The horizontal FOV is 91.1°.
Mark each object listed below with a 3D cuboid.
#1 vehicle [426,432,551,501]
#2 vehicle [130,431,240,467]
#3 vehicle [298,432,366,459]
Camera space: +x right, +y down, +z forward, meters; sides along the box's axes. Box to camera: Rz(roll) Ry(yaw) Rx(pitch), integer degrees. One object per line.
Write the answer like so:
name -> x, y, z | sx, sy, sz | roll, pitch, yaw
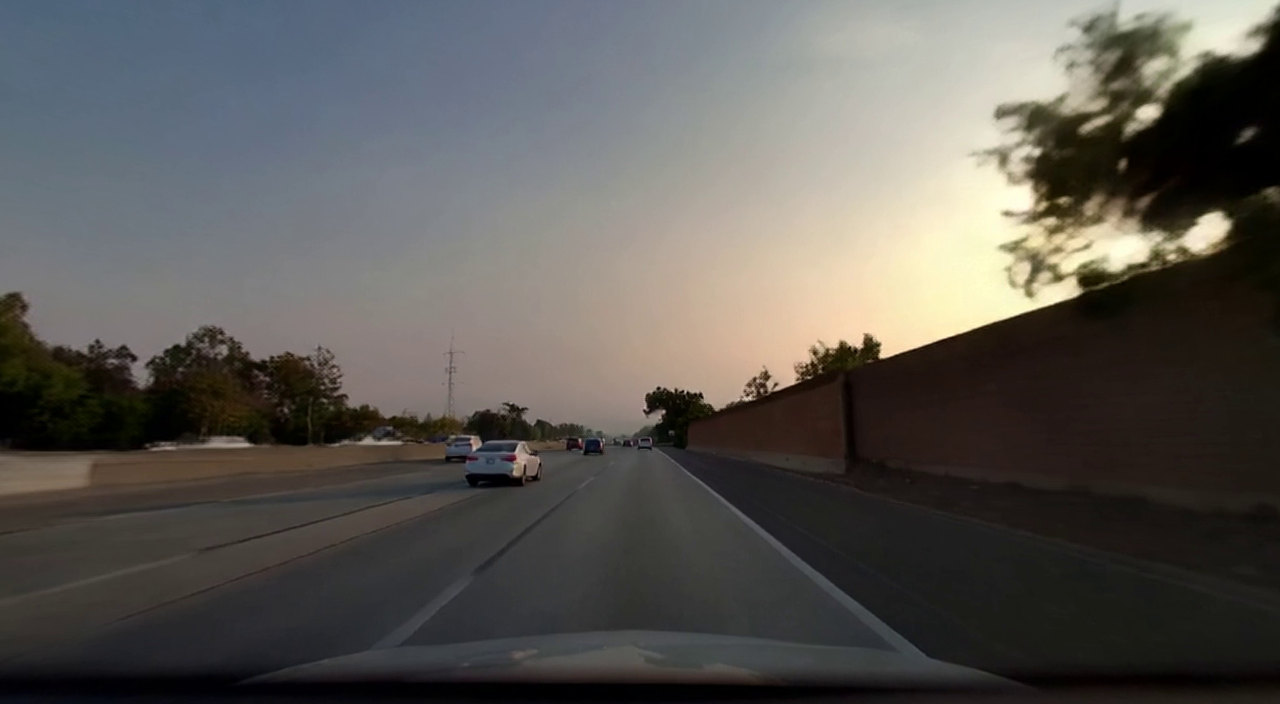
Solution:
vehicle -> -3.694, 2.865, 16.318 | 1.945, 1.484, 4.803 | -1, -8, 1
vehicle -> -24.518, 5.220, 34.134 | 2.109, 1.752, 5.160 | -1, -8, 1
vehicle -> -21.006, 6.379, 43.100 | 2.089, 1.701, 5.106 | -1, -8, 0
